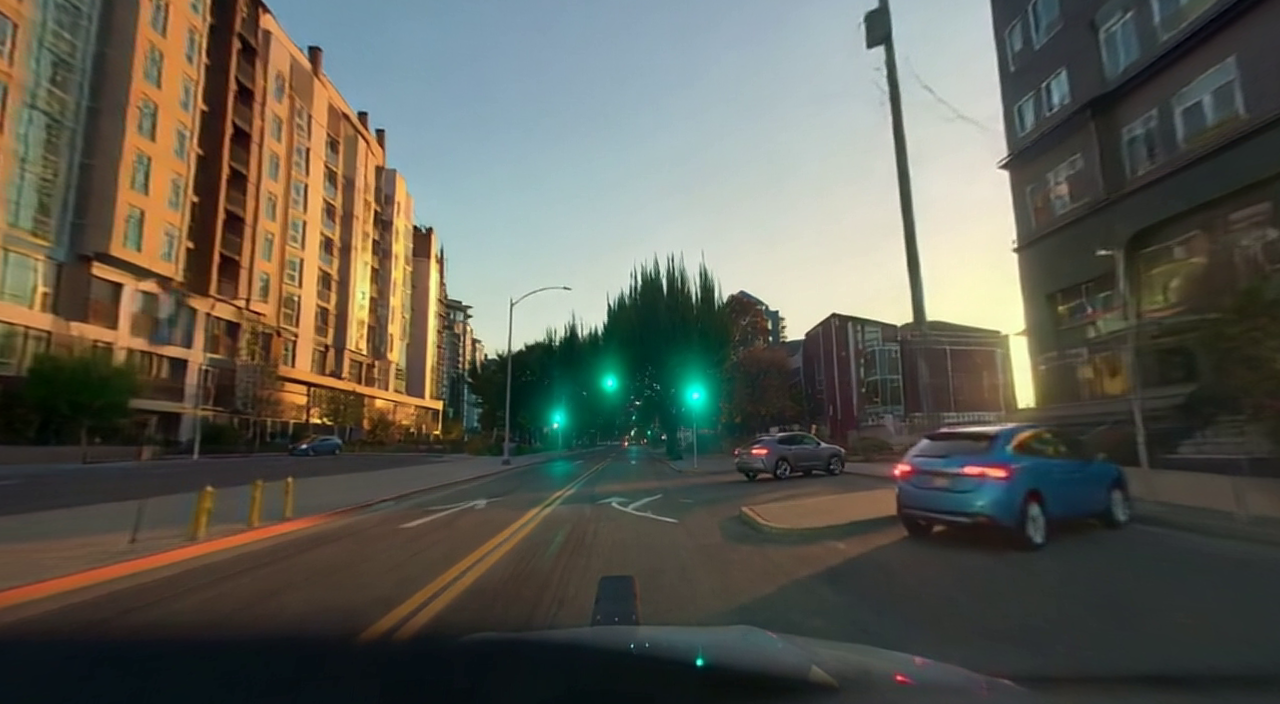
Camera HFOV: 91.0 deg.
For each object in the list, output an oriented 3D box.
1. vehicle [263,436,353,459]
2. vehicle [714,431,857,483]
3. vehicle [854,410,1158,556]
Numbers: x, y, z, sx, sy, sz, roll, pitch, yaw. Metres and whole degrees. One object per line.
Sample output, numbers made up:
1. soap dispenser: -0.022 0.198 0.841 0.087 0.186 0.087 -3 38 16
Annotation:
1. vehicle: -19.564 5.648 37.416 2.660 1.211 4.739 -1 -8 2
2. vehicle: 4.645 3.314 20.170 4.033 1.514 1.974 3 -9 -25
3. vehicle: 4.969 1.622 8.487 3.844 1.524 1.847 4 -9 -32
